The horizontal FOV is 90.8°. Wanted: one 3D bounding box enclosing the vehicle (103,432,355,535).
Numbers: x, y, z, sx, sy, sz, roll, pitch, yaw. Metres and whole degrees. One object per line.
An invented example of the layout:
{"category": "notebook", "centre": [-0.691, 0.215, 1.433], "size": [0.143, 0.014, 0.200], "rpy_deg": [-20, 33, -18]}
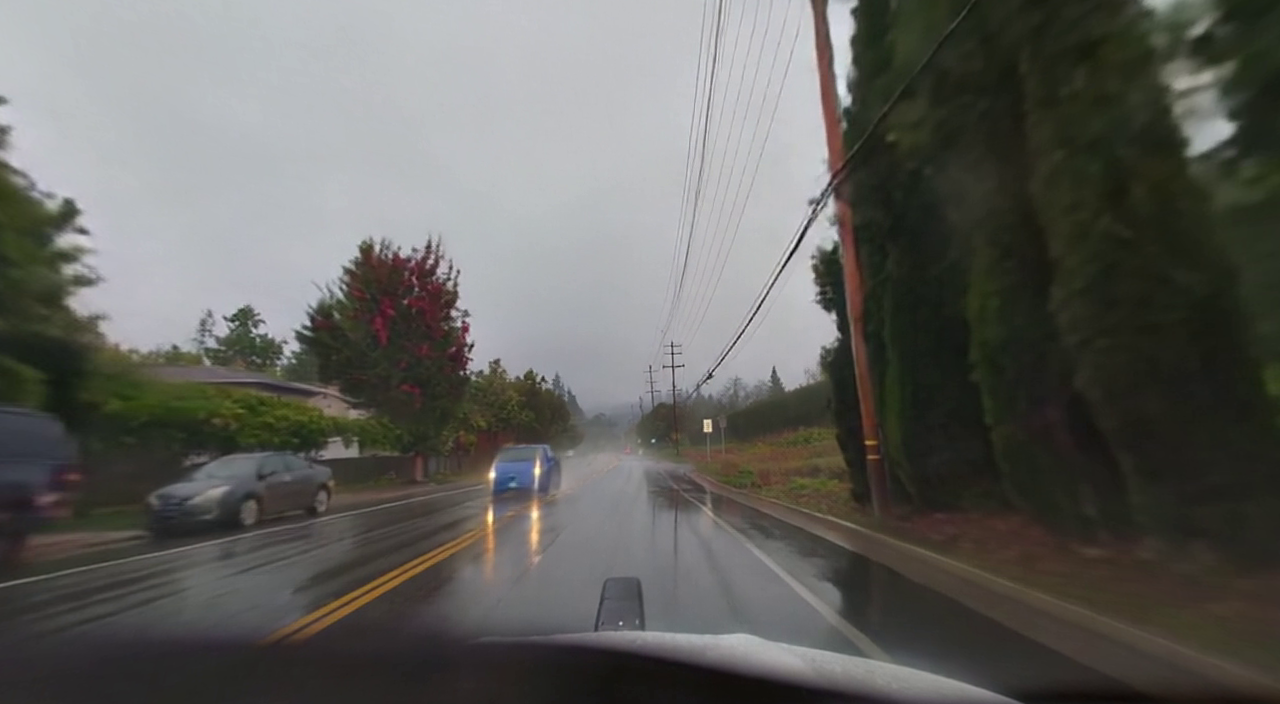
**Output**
{"category": "vehicle", "centre": [-7.690, 2.571, 12.533], "size": [1.940, 1.514, 4.544], "rpy_deg": [-4, -11, 0]}

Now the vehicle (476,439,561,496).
{"category": "vehicle", "centre": [-4.038, 3.909, 21.840], "size": [2.109, 1.738, 4.405], "rpy_deg": [0, -8, -1]}
